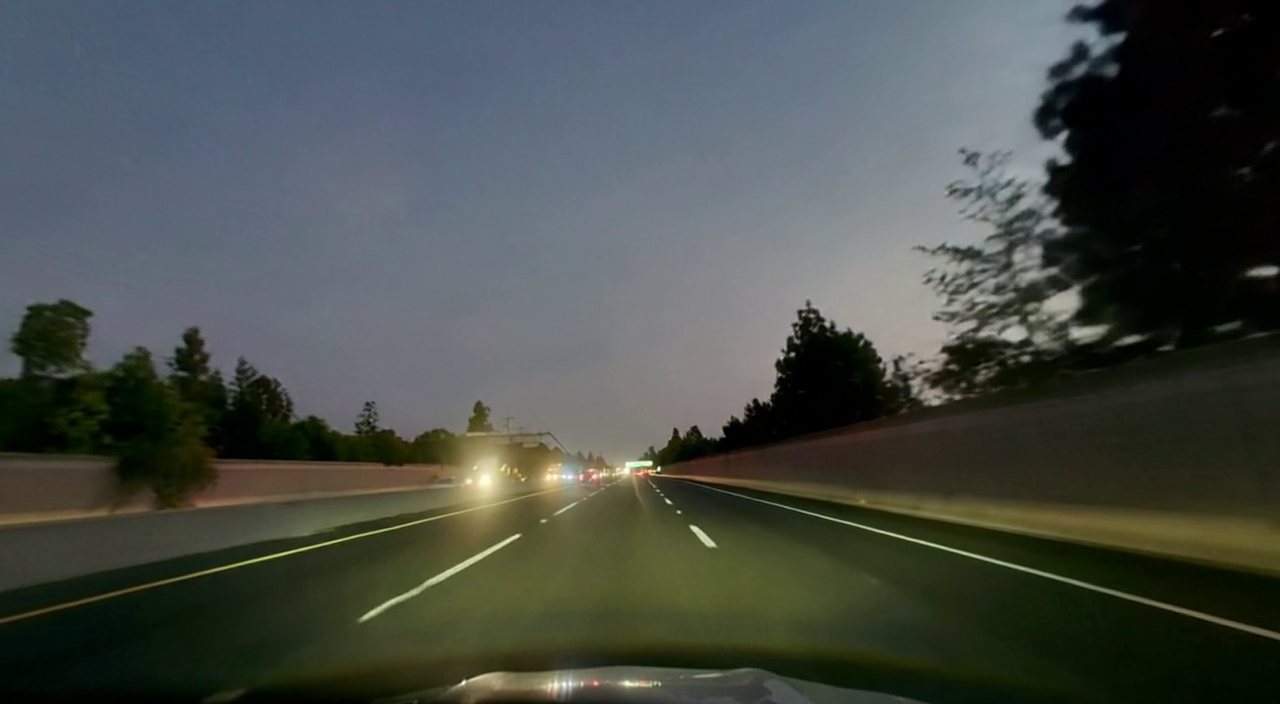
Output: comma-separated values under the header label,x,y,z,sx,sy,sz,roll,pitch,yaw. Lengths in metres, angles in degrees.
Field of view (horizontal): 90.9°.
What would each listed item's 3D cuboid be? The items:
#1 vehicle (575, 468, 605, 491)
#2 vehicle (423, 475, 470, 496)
label,x,y,z,sx,sy,sz,roll,pitch,yaw
vehicle,-3.582,9.212,45.639,1.863,1.486,3.852,1,-10,-1
vehicle,-14.851,10.296,48.688,2.025,1.444,4.483,0,-10,2
